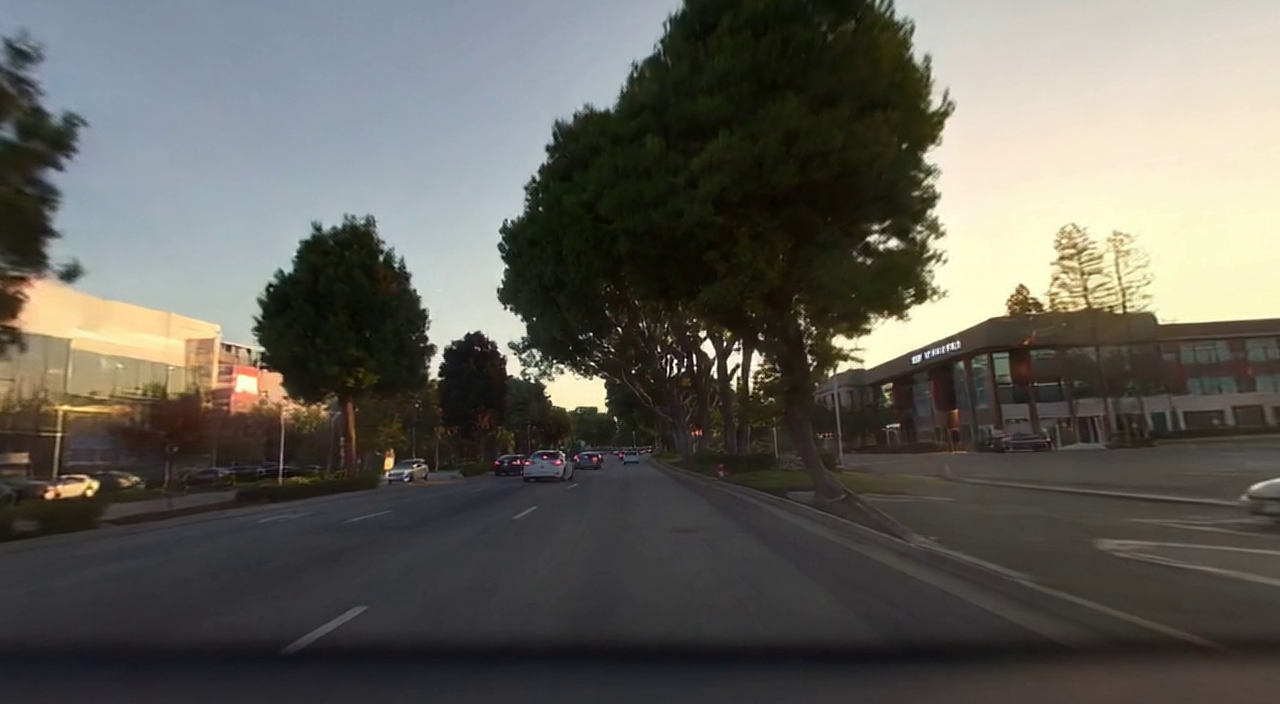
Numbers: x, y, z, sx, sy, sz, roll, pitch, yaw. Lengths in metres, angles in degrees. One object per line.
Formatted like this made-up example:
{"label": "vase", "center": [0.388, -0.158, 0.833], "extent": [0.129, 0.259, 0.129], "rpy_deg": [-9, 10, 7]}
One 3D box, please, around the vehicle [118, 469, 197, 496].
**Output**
{"label": "vehicle", "center": [-36.333, 9.805, 47.753], "extent": [1.951, 1.648, 5.053], "rpy_deg": [-4, -9, 0]}

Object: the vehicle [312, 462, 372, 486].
{"label": "vehicle", "center": [-20.320, 8.313, 43.323], "extent": [1.927, 1.455, 4.661], "rpy_deg": [0, -9, -1]}

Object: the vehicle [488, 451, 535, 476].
{"label": "vehicle", "center": [-8.385, 7.321, 41.698], "extent": [1.976, 1.497, 4.709], "rpy_deg": [0, -9, 1]}

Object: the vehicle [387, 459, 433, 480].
{"label": "vehicle", "center": [-17.048, 8.717, 47.038], "extent": [1.881, 1.420, 4.198], "rpy_deg": [0, -9, -1]}

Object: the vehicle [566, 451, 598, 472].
{"label": "vehicle", "center": [-4.194, 7.983, 46.330], "extent": [1.971, 1.414, 4.317], "rpy_deg": [0, -9, 0]}

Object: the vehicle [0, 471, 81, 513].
{"label": "vehicle", "center": [-27.181, 6.109, 27.383], "extent": [1.758, 1.566, 4.531], "rpy_deg": [-4, -9, 1]}

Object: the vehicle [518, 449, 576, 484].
{"label": "vehicle", "center": [-4.223, 5.279, 29.461], "extent": [2.011, 1.483, 4.596], "rpy_deg": [0, -9, 0]}
